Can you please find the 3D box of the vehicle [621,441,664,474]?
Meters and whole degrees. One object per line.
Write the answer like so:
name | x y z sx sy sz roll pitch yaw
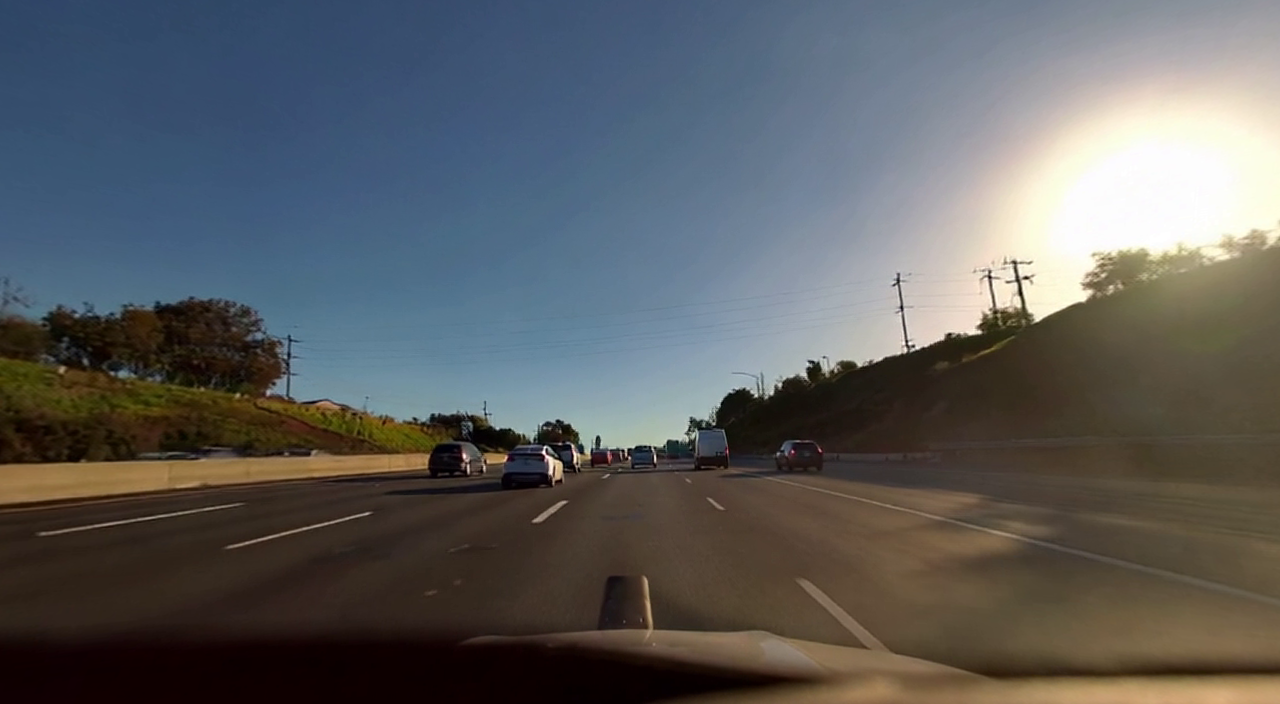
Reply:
vehicle | 0.144 5.596 33.597 2.115 1.617 4.102 0 -9 0

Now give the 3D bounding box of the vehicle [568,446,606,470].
vehicle | -3.388 6.867 41.150 1.987 1.466 4.341 0 -9 1

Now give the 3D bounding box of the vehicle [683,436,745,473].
vehicle | 3.945 5.659 34.964 2.777 1.895 5.710 0 -9 0

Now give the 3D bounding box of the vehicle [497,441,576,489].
vehicle | -3.480 3.880 21.970 1.970 1.483 4.071 0 -9 1

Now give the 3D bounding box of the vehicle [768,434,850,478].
vehicle | 7.687 4.817 29.414 2.304 1.840 5.706 0 -9 1

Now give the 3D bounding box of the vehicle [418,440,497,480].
vehicle | -7.647 4.566 26.913 1.961 1.562 4.301 0 -9 1

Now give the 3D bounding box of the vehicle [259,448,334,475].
vehicle | -20.794 6.606 38.389 1.882 1.529 4.630 0 -9 1
